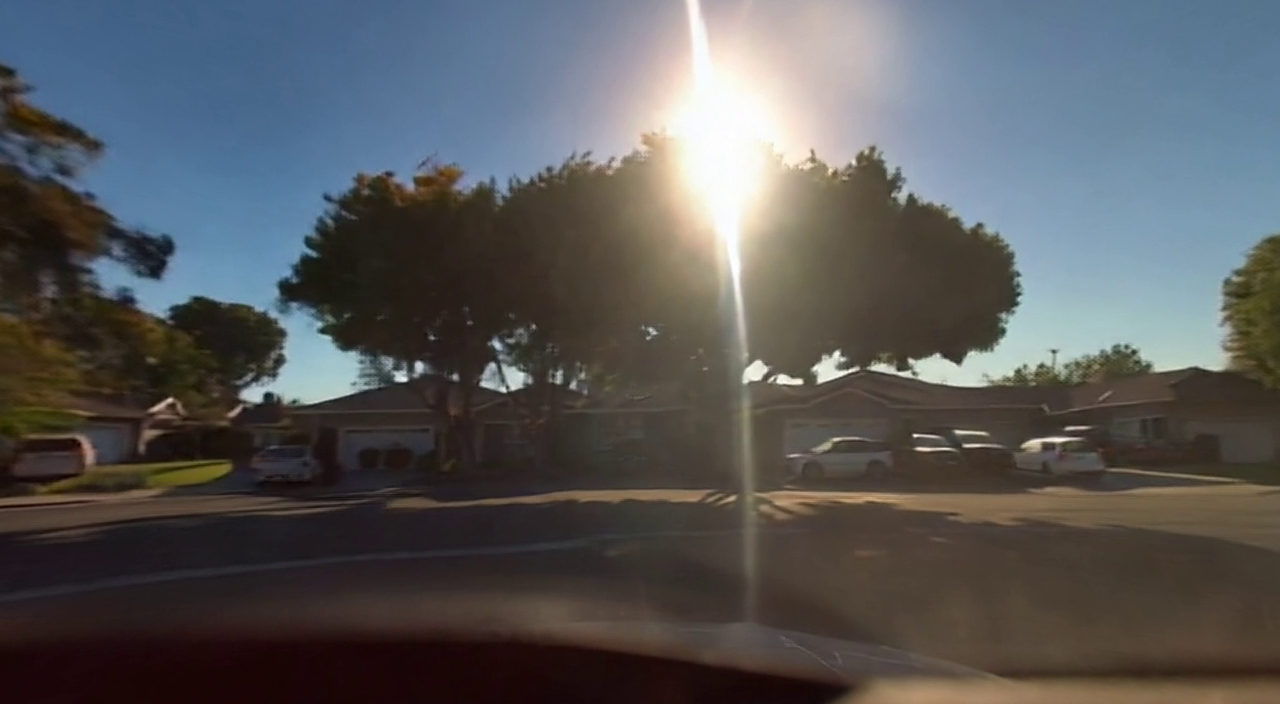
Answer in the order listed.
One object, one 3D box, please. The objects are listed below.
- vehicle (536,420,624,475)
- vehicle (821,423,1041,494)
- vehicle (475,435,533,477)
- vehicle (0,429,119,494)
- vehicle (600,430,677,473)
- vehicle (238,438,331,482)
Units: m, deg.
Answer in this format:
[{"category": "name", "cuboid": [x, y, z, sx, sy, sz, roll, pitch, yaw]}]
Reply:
[{"category": "vehicle", "cuboid": [-2.635, 3.995, 26.259, 2.455, 2.018, 5.271, 3, -10, -18]}, {"category": "vehicle", "cuboid": [7.799, 2.920, 17.455, 5.082, 1.789, 1.947, -2, -8, 8]}, {"category": "vehicle", "cuboid": [-5.535, 4.155, 25.485, 1.833, 1.540, 3.532, 2, -9, -19]}, {"category": "vehicle", "cuboid": [-19.216, 3.406, 19.950, 5.096, 1.824, 2.305, -5, -9, 27]}, {"category": "vehicle", "cuboid": [-0.176, 4.352, 27.881, 2.160, 1.695, 4.183, 2, -9, -18]}, {"category": "vehicle", "cuboid": [-13.751, 4.115, 24.318, 1.932, 1.518, 4.343, 8, -12, -44]}]
